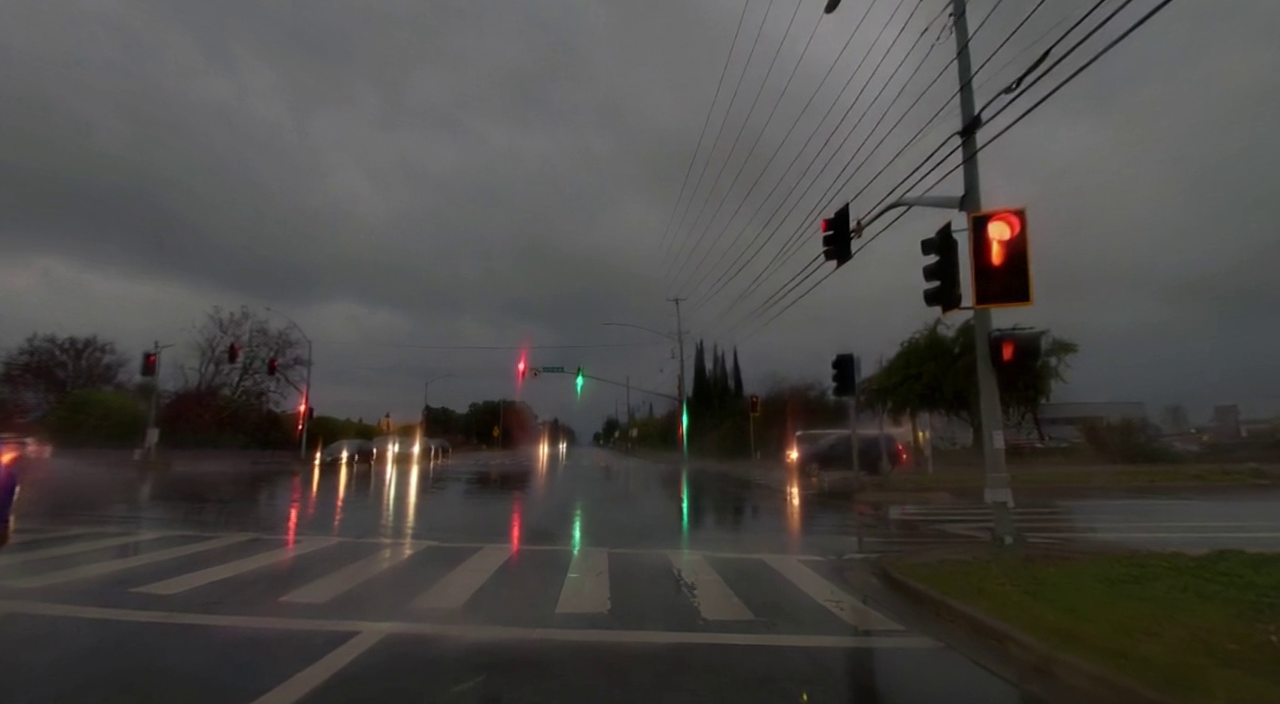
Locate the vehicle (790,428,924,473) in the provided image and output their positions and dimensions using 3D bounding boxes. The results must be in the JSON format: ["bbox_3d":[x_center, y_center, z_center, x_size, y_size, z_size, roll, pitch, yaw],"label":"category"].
[{"bbox_3d":[8.702,4.018,25.729,4.884,1.714,2.021,-2,-9,12],"label":"vehicle"}]
